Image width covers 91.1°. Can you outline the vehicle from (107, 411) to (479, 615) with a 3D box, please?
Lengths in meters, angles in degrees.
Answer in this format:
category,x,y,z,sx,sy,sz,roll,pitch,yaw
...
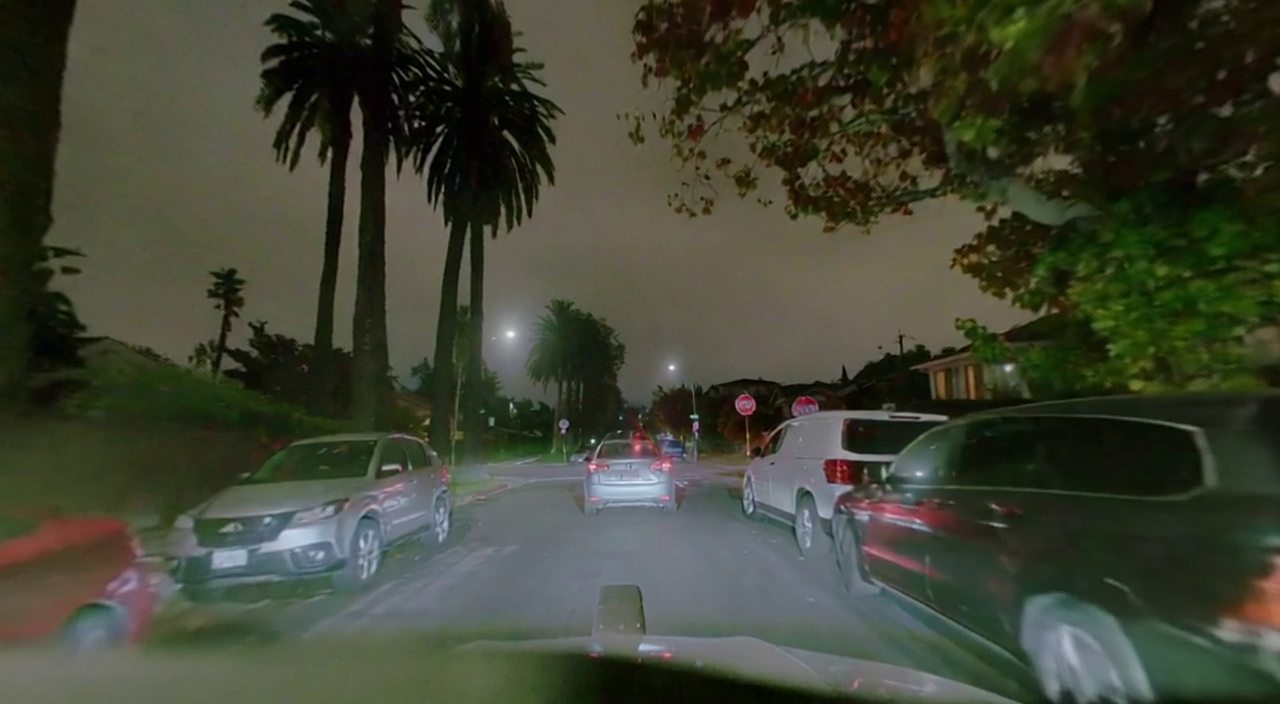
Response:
category,x,y,z,sx,sy,sz,roll,pitch,yaw
vehicle,-3.386,1.617,7.279,1.965,1.657,4.104,0,-8,0

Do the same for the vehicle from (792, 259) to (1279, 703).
category,x,y,z,sx,sy,sz,roll,pitch,yaw
vehicle,2.512,0.936,3.542,2.136,1.650,4.837,0,-8,1

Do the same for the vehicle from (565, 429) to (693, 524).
category,x,y,z,sx,sy,sz,roll,pitch,yaw
vehicle,-0.178,2.268,12.024,2.010,1.499,4.107,0,-8,0

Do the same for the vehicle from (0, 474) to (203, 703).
category,x,y,z,sx,sy,sz,roll,pitch,yaw
vehicle,-3.377,1.082,1.649,1.728,1.305,3.805,0,-8,0
